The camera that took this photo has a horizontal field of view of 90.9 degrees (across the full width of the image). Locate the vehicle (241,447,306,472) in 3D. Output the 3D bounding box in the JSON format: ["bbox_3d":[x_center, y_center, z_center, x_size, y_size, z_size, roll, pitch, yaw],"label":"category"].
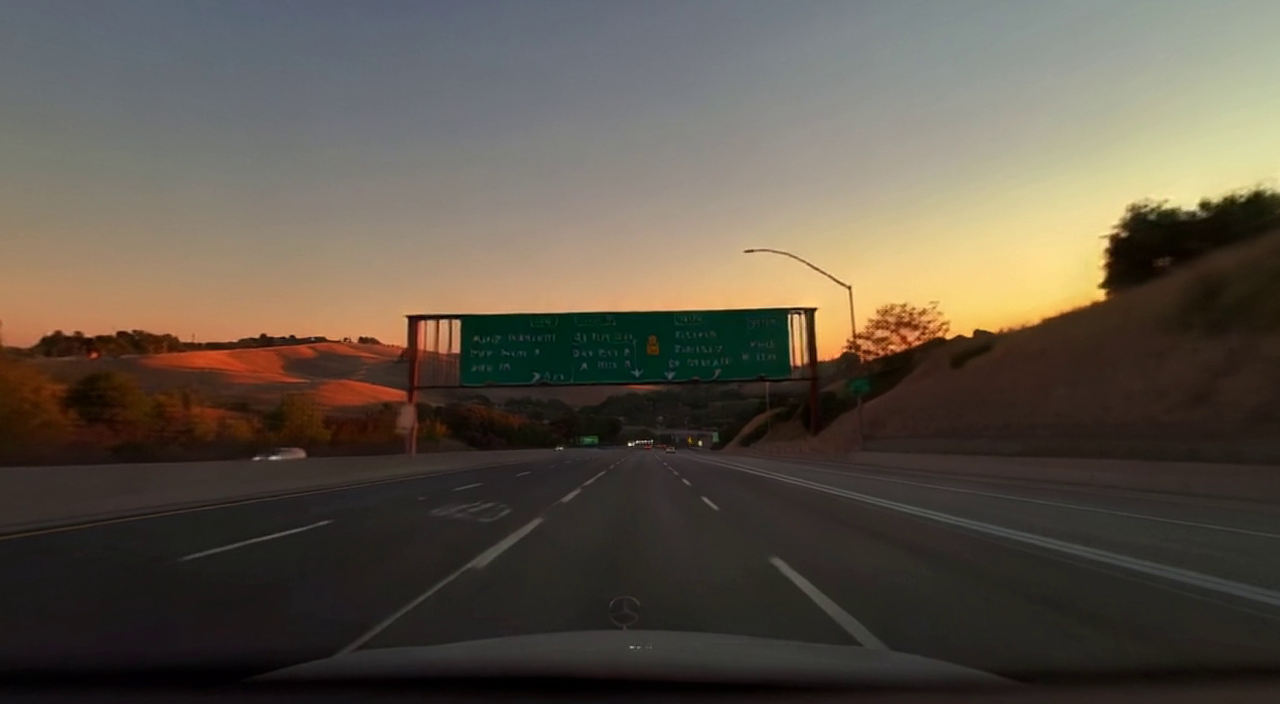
[{"bbox_3d":[-23.860,6.981,41.200,1.954,1.485,3.666,-1,-9,1],"label":"vehicle"}]
